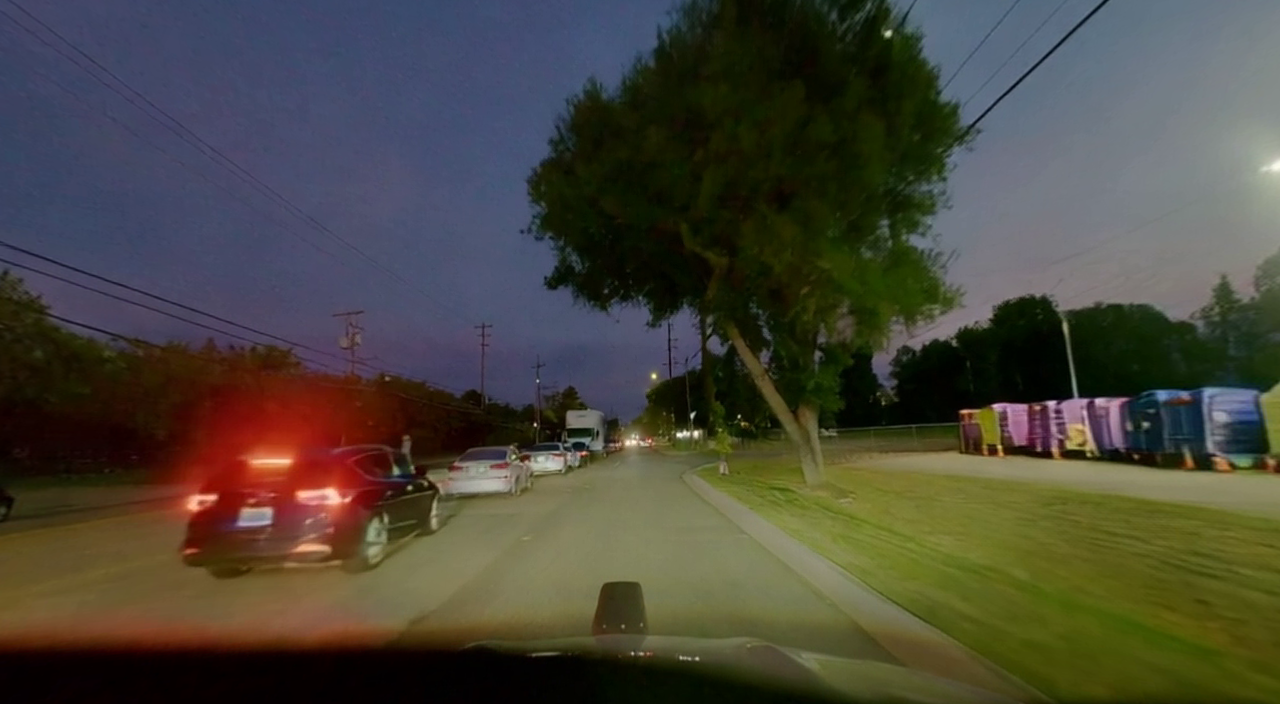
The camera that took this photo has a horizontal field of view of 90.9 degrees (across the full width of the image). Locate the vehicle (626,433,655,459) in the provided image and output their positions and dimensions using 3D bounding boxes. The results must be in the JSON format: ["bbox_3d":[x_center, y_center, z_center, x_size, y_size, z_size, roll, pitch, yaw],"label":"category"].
[{"bbox_3d":[0.013,7.287,48.817,2.117,1.861,4.095,0,-8,0],"label":"vehicle"}]

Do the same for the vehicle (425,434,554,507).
[{"bbox_3d":[-3.403,2.769,15.244,1.972,1.486,4.547,0,-8,1],"label":"vehicle"}]

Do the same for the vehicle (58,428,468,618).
[{"bbox_3d":[-3.517,1.642,7.040,1.998,1.466,4.124,0,-8,0],"label":"vehicle"}]
